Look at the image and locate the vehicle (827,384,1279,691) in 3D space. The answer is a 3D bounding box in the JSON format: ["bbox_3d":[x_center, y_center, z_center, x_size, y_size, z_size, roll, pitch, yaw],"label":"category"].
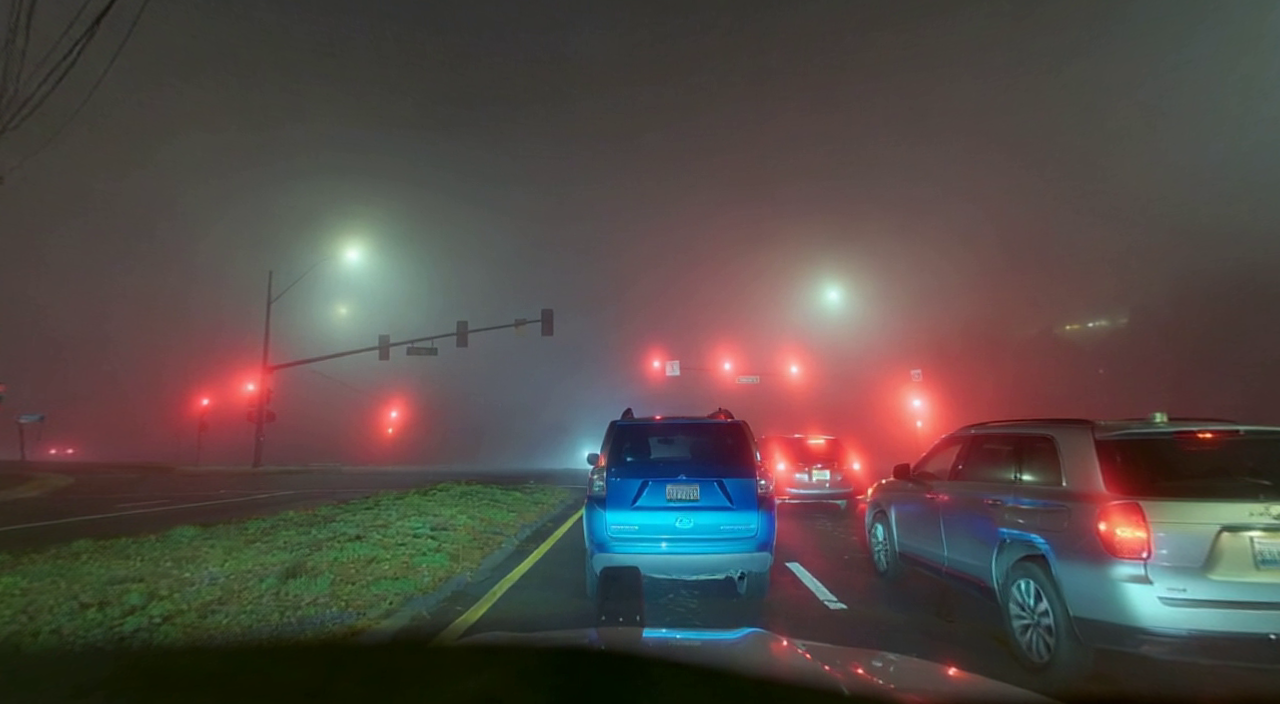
[{"bbox_3d":[3.406,1.339,5.790,1.990,1.649,4.625,0,-8,1],"label":"vehicle"}]

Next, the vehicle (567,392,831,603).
[{"bbox_3d":[0.451,1.552,7.612,2.240,1.778,4.335,0,-8,-1],"label":"vehicle"}]
